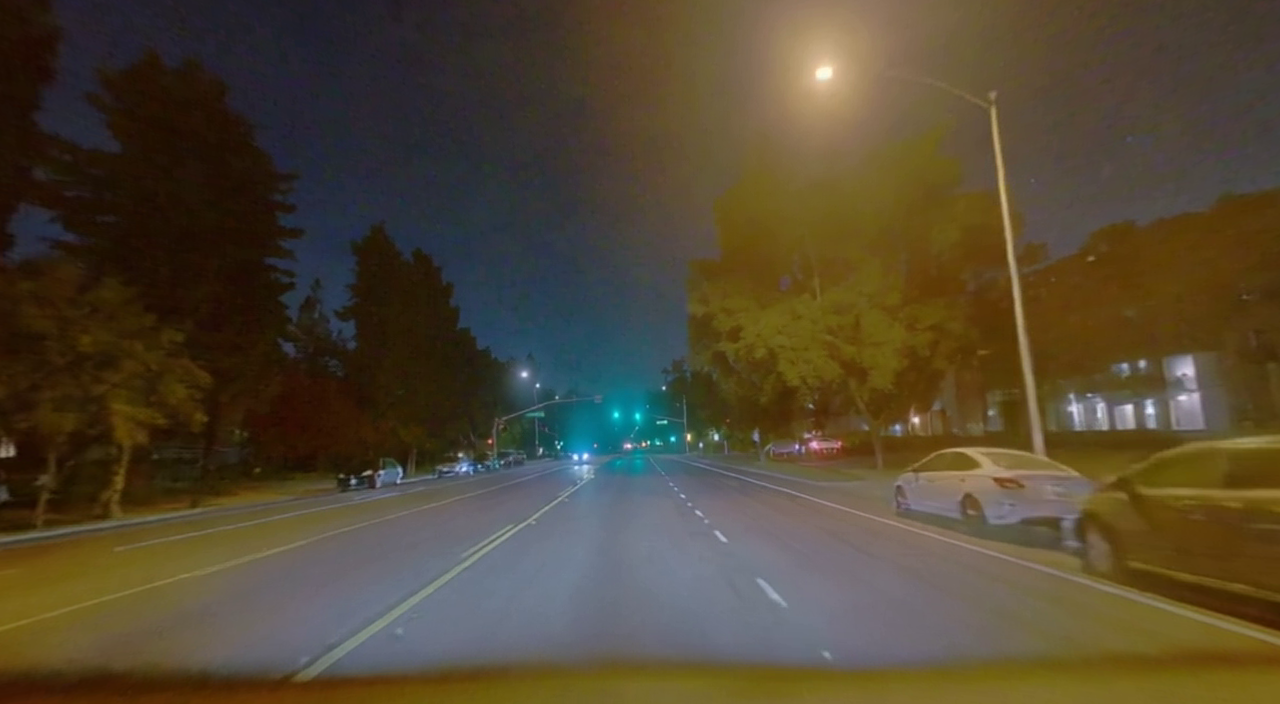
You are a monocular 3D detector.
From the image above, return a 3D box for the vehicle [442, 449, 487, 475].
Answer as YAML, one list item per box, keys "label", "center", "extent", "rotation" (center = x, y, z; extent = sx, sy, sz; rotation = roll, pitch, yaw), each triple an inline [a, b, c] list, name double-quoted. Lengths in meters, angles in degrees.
- label: "vehicle"
  center: [-13.080, 8.199, 47.443]
  extent: [2.121, 1.791, 4.871]
  rotation: [0, -8, -2]

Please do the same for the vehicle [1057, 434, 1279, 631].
- label: "vehicle"
  center: [5.776, 1.410, 5.096]
  extent: [1.854, 1.474, 4.479]
  rotation: [0, -8, 2]

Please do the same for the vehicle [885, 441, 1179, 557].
- label: "vehicle"
  center: [5.813, 2.185, 10.205]
  extent: [1.892, 1.452, 4.327]
  rotation: [0, -8, -1]

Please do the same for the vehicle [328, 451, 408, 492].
- label: "vehicle"
  center: [-12.964, 5.676, 30.415]
  extent: [1.916, 1.754, 4.337]
  rotation: [0, -8, -1]
